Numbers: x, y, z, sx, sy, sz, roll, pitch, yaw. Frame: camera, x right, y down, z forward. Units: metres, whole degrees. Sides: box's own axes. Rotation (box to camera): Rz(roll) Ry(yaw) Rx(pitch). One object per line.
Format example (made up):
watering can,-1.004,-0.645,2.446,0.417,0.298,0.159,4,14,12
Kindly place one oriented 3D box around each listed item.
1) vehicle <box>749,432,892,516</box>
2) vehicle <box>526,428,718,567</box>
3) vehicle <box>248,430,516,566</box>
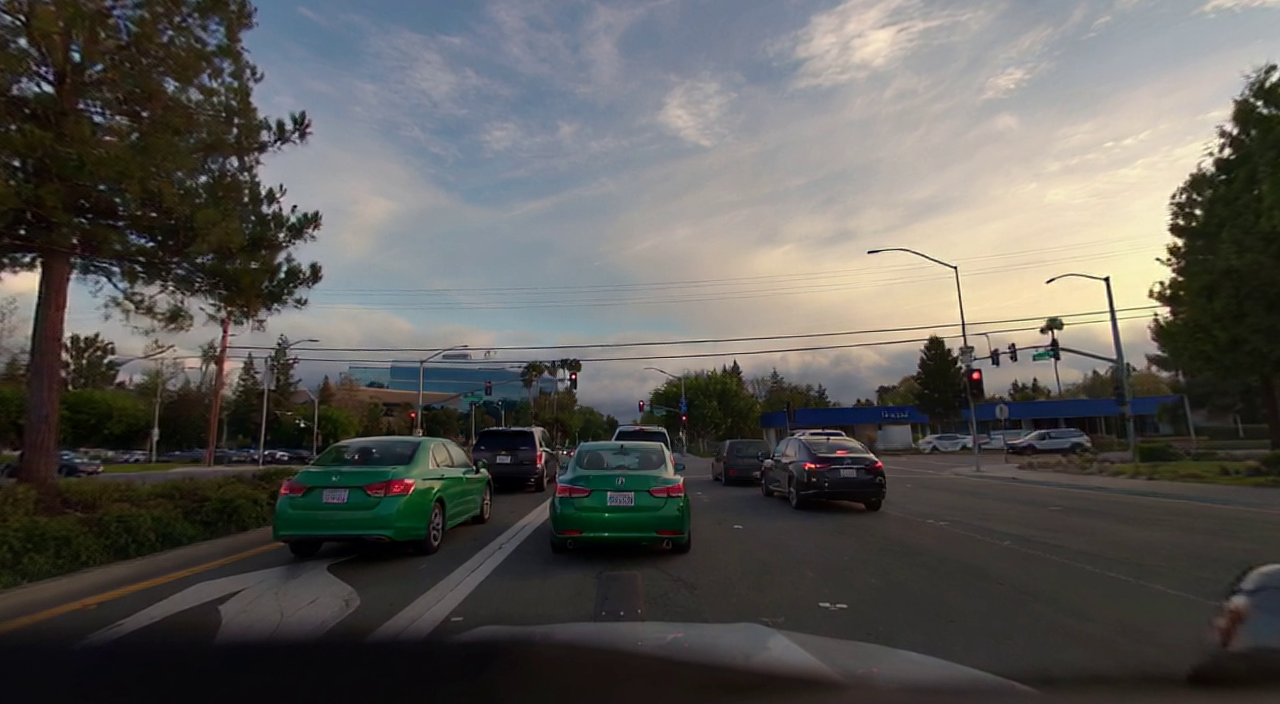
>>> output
vehicle,3.553,2.470,13.271,1.880,1.476,3.932,0,-8,1
vehicle,-0.201,1.835,8.707,2.041,1.450,3.847,0,-8,0
vehicle,-3.203,1.886,8.940,1.917,1.441,4.128,-1,-8,2
